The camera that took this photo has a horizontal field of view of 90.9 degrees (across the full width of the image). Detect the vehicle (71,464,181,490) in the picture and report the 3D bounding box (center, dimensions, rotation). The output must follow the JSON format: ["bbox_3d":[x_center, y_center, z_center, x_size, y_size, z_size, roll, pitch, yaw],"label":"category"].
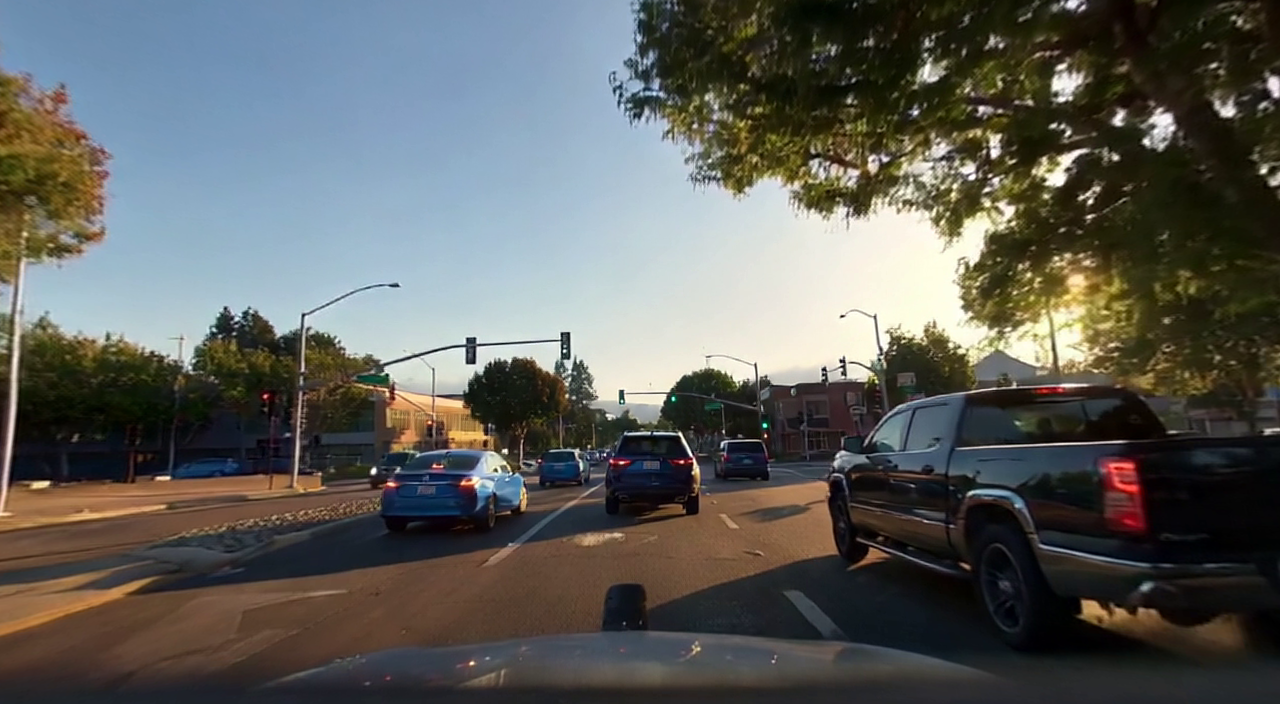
[{"bbox_3d":[-32.677,7.941,40.231,5.100,1.533,2.032,0,-8,-3],"label":"vehicle"}]

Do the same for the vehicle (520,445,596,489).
[{"bbox_3d":[-2.898,4.171,23.369,2.072,1.450,4.612,0,-8,2],"label":"vehicle"}]

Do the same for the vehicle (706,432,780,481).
[{"bbox_3d":[4.319,4.486,27.429,2.408,1.908,5.355,0,-8,2],"label":"vehicle"}]

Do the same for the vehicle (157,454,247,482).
[{"bbox_3d":[-31.217,8.328,45.036,4.606,1.867,2.226,0,-12,1],"label":"vehicle"}]

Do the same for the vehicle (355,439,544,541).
[{"bbox_3d":[-3.162,2.376,11.678,1.909,1.476,4.751,0,-8,1],"label":"vehicle"}]

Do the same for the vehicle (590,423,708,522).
[{"bbox_3d":[0.201,2.442,13.301,2.113,1.768,3.901,0,-8,1],"label":"vehicle"}]

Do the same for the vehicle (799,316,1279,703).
[{"bbox_3d":[3.407,1.176,5.569,2.571,1.857,5.841,0,-8,1],"label":"vehicle"}]
